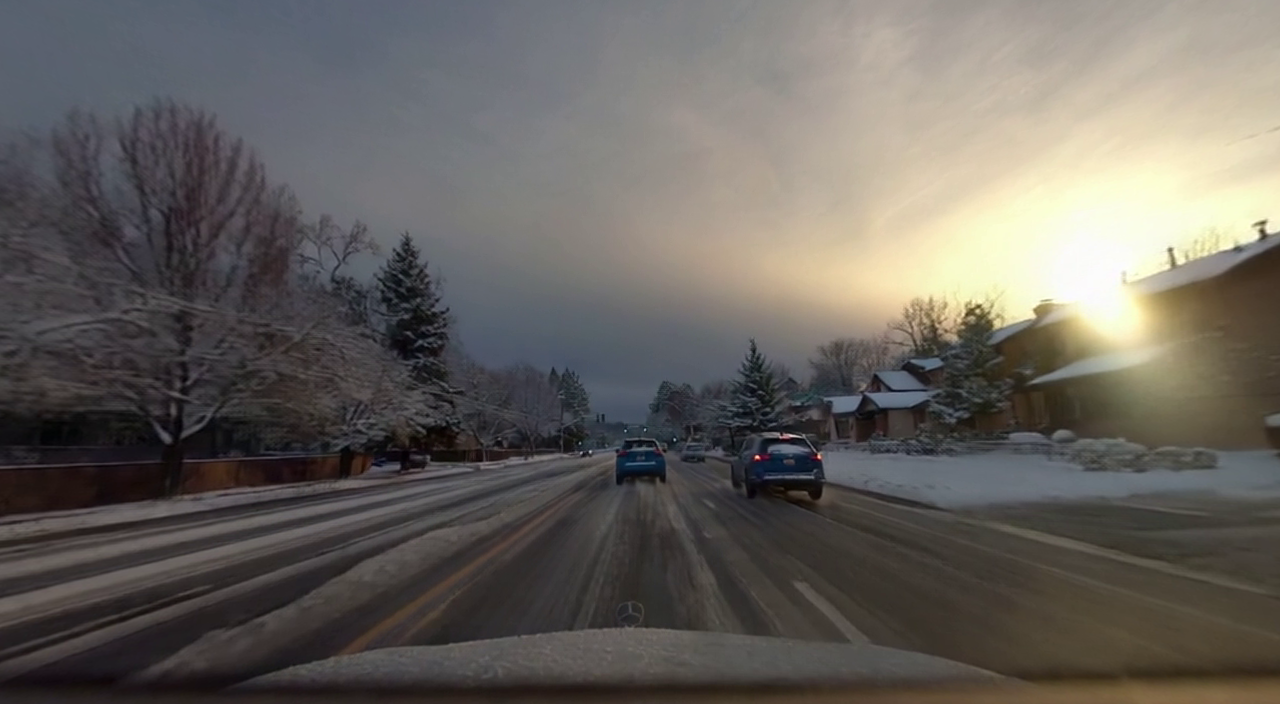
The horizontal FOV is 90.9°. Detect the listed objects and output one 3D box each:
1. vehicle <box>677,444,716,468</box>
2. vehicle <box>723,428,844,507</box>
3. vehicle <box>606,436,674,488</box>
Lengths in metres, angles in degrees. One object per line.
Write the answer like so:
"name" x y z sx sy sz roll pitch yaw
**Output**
"vehicle" 3.600 6.733 41.118 2.099 1.463 4.130 0 -9 -1
"vehicle" 3.502 2.910 16.318 2.024 1.711 4.512 0 -8 0
"vehicle" 0.012 3.878 22.589 2.200 1.653 4.127 0 -8 1
